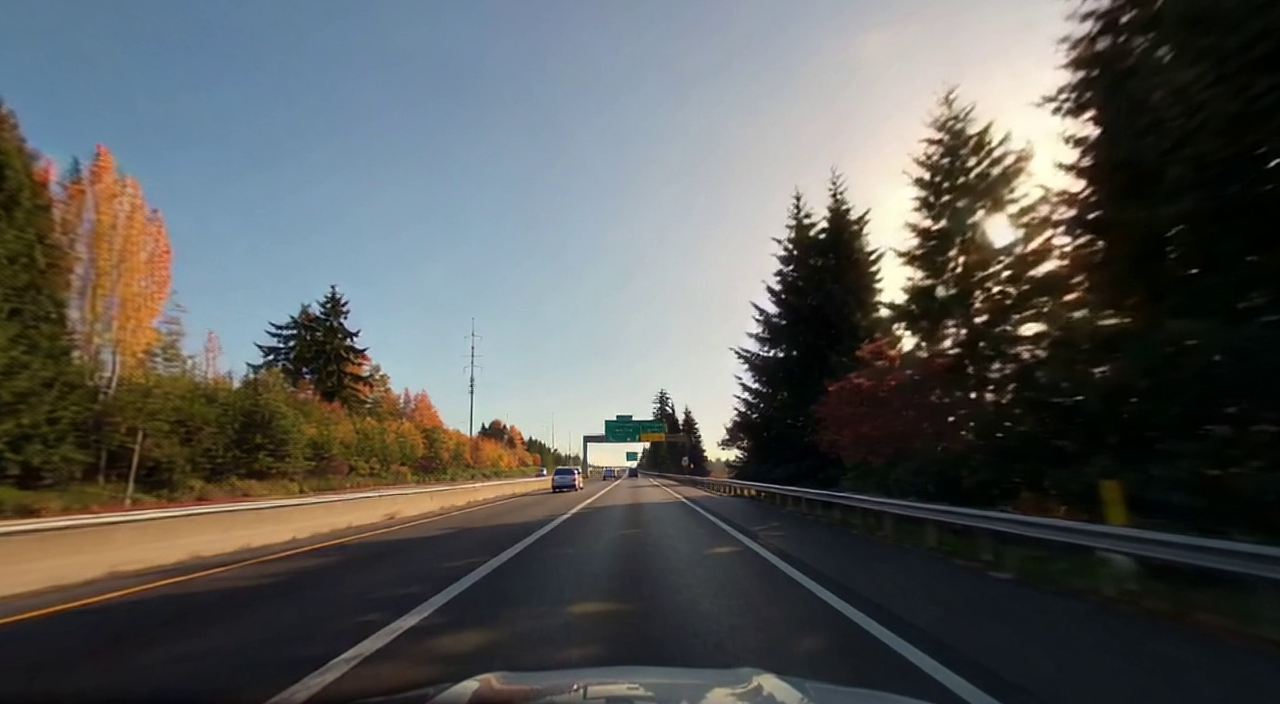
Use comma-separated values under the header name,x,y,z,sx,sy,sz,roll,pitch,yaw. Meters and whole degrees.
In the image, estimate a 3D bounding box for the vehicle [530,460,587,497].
name,x,y,z,sx,sy,sz,roll,pitch,yaw
vehicle,-4.043,6.436,32.169,2.239,1.687,4.598,1,-10,1
